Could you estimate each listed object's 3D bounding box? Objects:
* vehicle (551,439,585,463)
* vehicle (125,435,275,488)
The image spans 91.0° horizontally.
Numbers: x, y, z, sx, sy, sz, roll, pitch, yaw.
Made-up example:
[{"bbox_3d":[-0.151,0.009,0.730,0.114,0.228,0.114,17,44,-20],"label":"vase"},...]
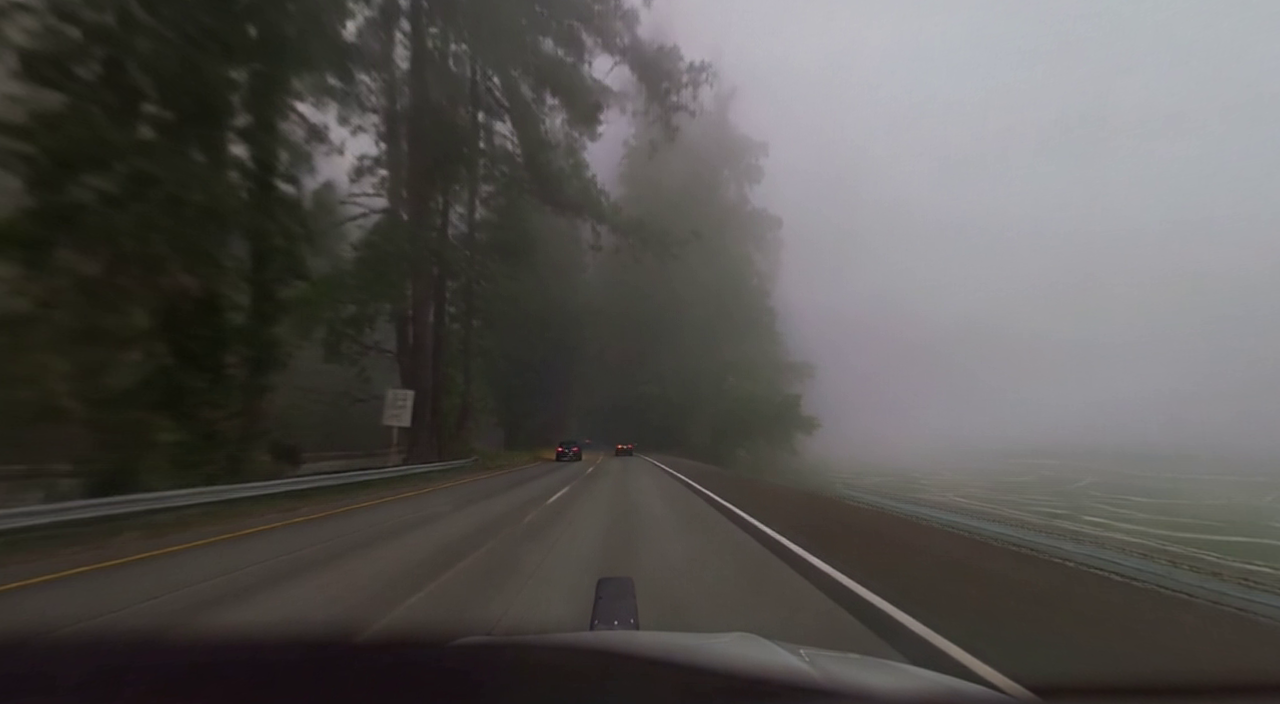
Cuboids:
[{"bbox_3d":[-5.241,7.206,46.150,2.111,1.645,4.382,0,-8,-2],"label":"vehicle"},{"bbox_3d":[-15.051,3.734,21.943,1.946,1.609,4.727,0,-8,-2],"label":"vehicle"}]
